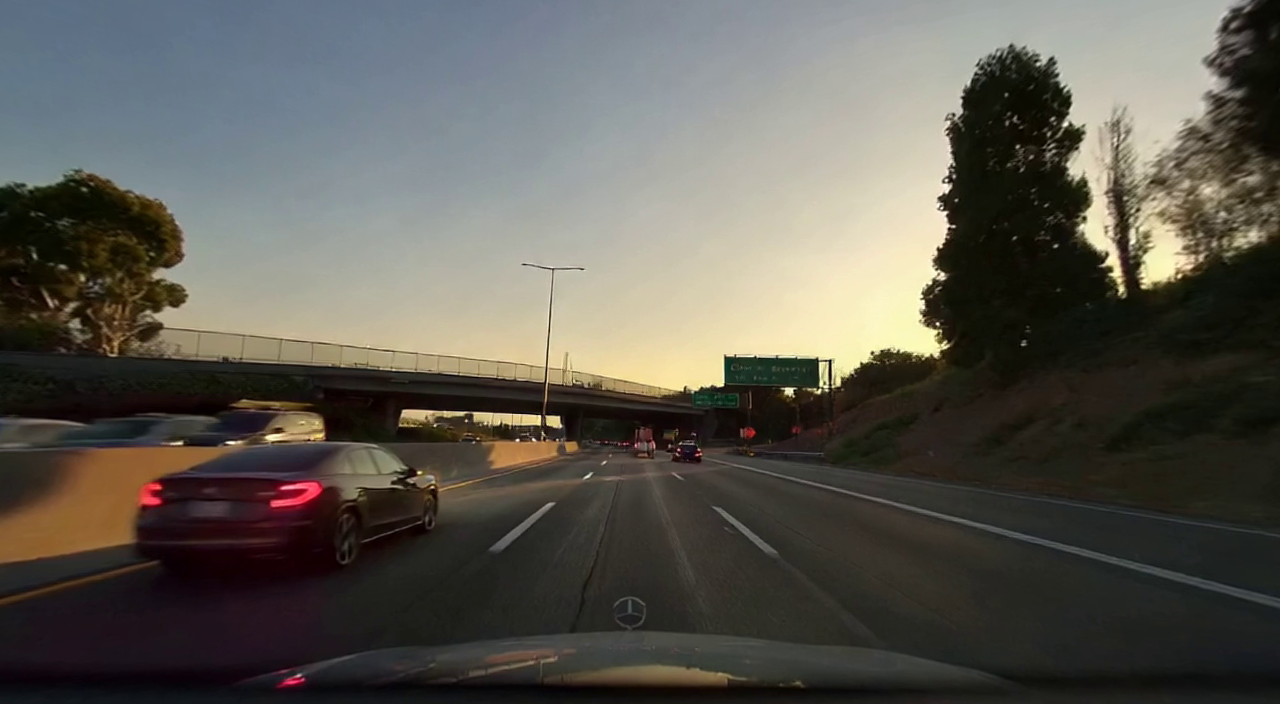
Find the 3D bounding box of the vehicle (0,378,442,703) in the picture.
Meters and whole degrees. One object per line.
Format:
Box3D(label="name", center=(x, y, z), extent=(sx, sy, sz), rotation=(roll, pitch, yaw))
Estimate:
Box3D(label="vehicle", center=(-3.582, 1.271, 5.165), extent=(2.160, 1.608, 5.012), rotation=(0, -8, 1))
